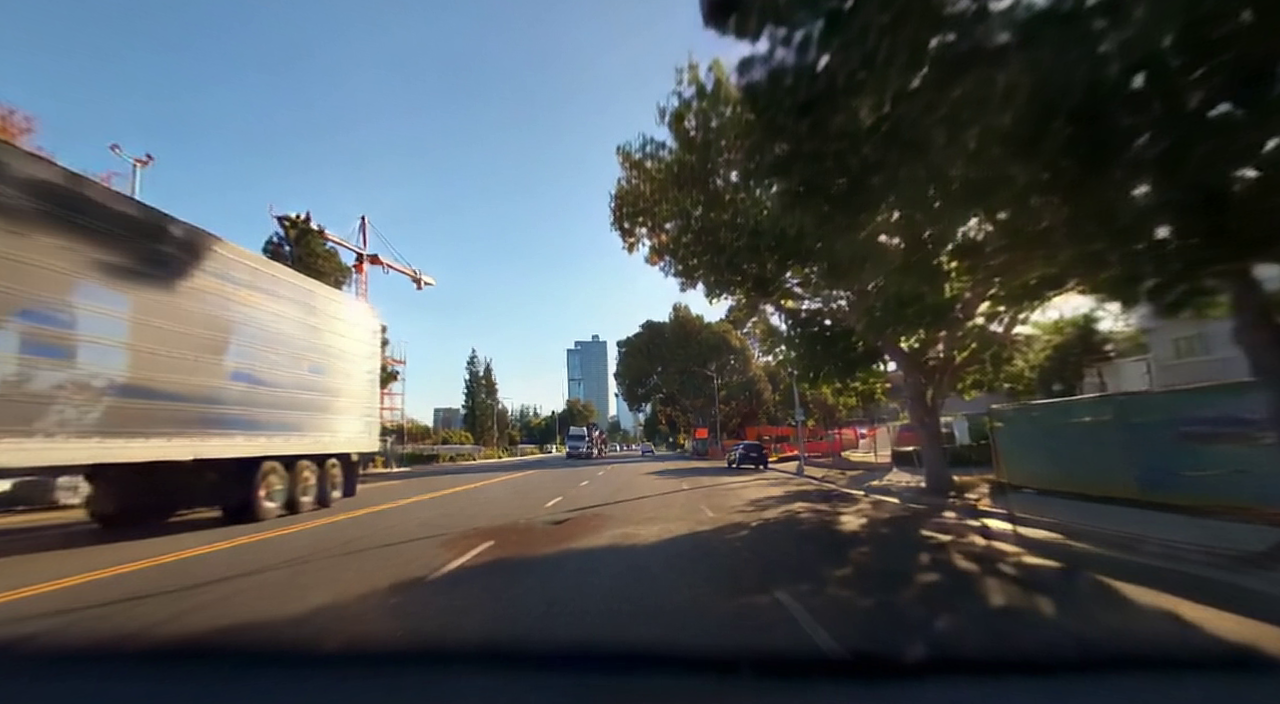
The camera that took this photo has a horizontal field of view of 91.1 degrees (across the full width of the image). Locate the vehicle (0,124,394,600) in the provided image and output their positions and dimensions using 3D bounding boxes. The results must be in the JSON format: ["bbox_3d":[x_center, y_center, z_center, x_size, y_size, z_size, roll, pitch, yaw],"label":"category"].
[{"bbox_3d":[-7.171,0.361,7.525,2.815,4.259,13.345,0,-8,1],"label":"vehicle"}]

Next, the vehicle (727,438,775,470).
[{"bbox_3d":[6.982,6.477,39.970,2.169,1.880,4.849,0,-9,0],"label":"vehicle"}]
